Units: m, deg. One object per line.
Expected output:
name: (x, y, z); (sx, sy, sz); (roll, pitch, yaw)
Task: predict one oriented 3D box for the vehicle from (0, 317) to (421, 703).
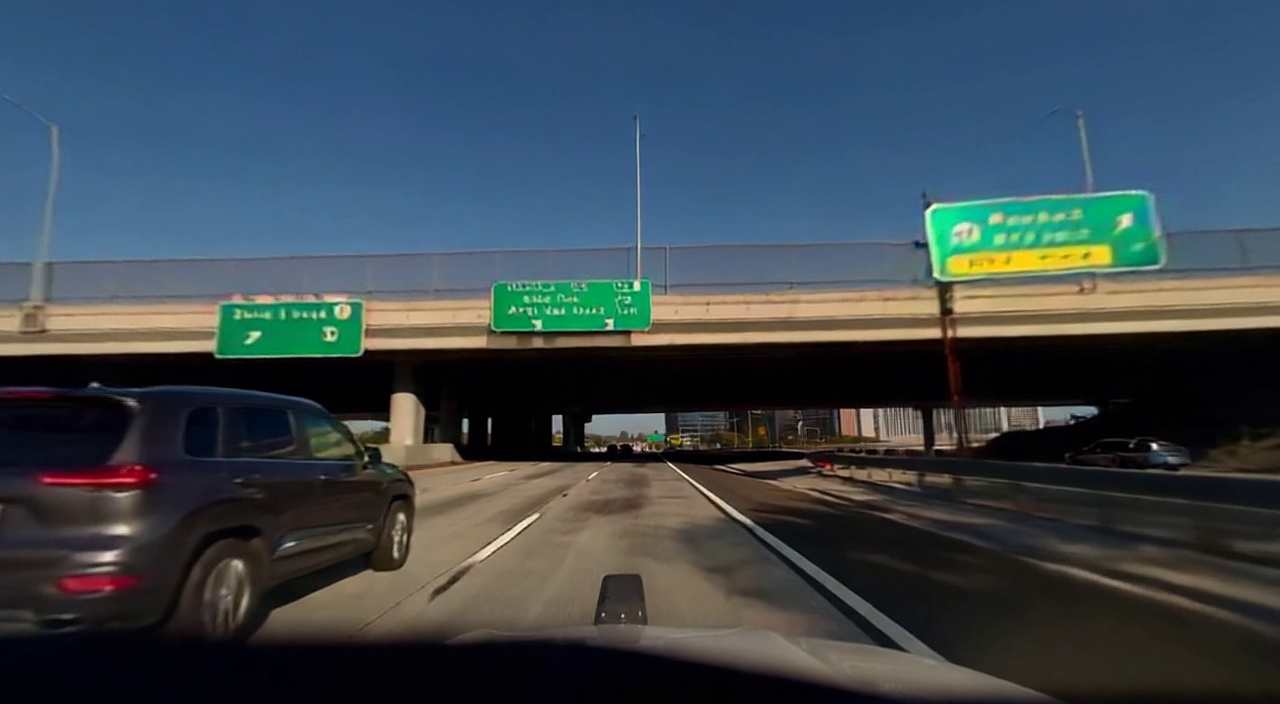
vehicle: (-3.319, 0.998, 3.867); (2.203, 1.734, 4.600); (0, -9, 1)
